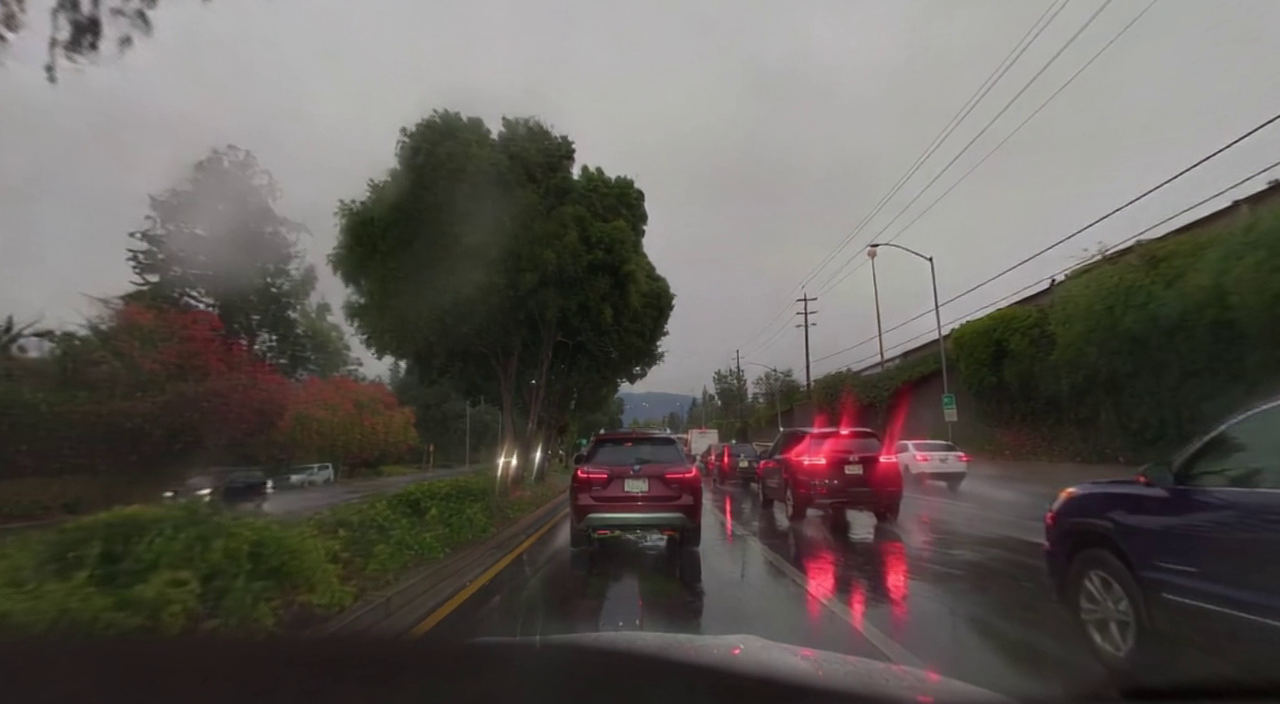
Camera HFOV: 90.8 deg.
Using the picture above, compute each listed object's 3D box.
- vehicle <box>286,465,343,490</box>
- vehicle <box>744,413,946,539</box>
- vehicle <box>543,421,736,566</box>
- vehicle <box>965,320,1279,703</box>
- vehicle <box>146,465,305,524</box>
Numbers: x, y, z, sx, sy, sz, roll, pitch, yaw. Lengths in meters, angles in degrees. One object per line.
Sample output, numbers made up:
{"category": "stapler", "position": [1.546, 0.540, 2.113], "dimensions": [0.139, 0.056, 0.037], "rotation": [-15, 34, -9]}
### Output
{"category": "vehicle", "position": [-22.722, 8.758, 44.238], "dimensions": [1.847, 1.554, 3.926], "rotation": [0, -8, 0]}
{"category": "vehicle", "position": [3.361, 2.145, 11.563], "dimensions": [2.097, 1.818, 4.625], "rotation": [0, -8, 0]}
{"category": "vehicle", "position": [-0.033, 1.932, 9.410], "dimensions": [2.199, 1.641, 4.232], "rotation": [0, -8, -1]}
{"category": "vehicle", "position": [3.525, 0.762, 2.678], "dimensions": [2.001, 1.707, 4.250], "rotation": [0, -8, 0]}
{"category": "vehicle", "position": [-13.083, 4.490, 20.379], "dimensions": [1.960, 1.491, 4.700], "rotation": [0, -8, 0]}
